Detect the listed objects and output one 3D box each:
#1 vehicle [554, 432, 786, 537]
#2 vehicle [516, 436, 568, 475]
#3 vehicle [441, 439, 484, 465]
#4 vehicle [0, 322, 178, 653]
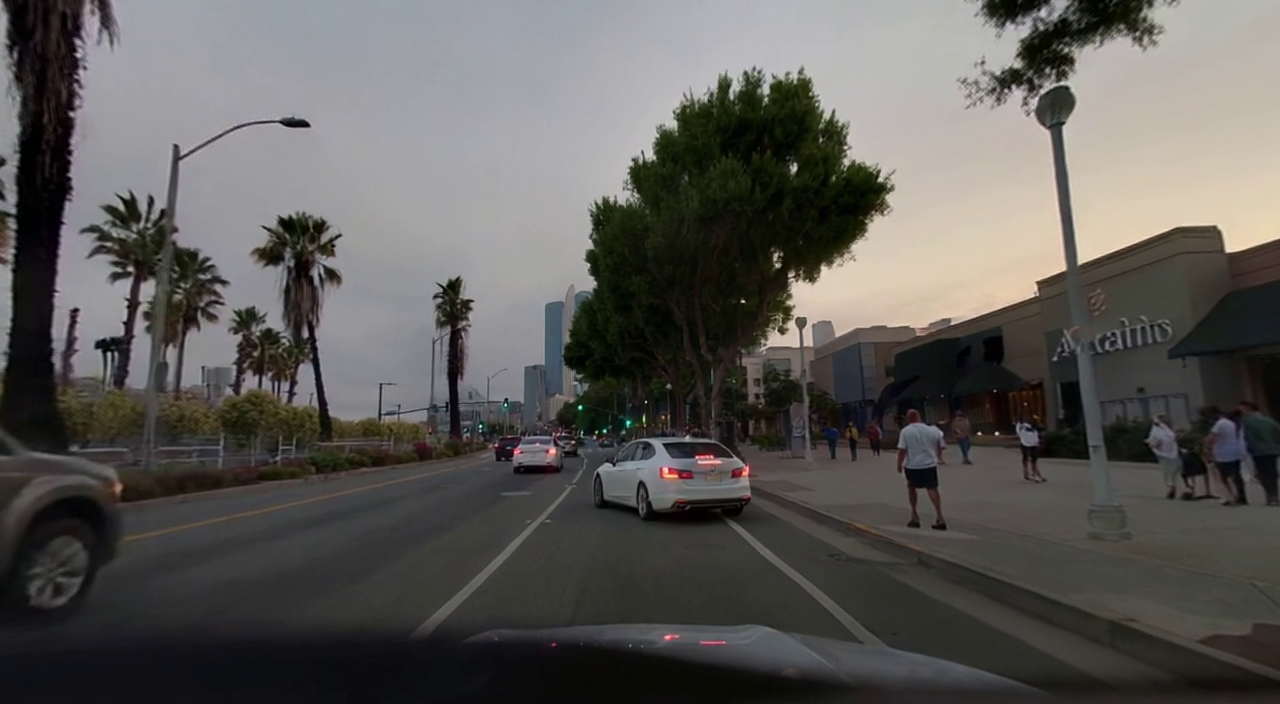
[{"bbox_3d":[0.263,2.265,11.521,1.930,1.477,4.657,5,-10,-31],"label":"vehicle"},{"bbox_3d":[-4.406,4.722,28.968,2.039,1.628,4.331,0,-9,-4],"label":"vehicle"},{"bbox_3d":[-11.721,6.623,41.966,1.930,1.583,4.423,0,-9,-5],"label":"vehicle"},{"bbox_3d":[-5.025,0.665,2.665,2.164,2.047,5.455,0,-9,-3],"label":"vehicle"}]
